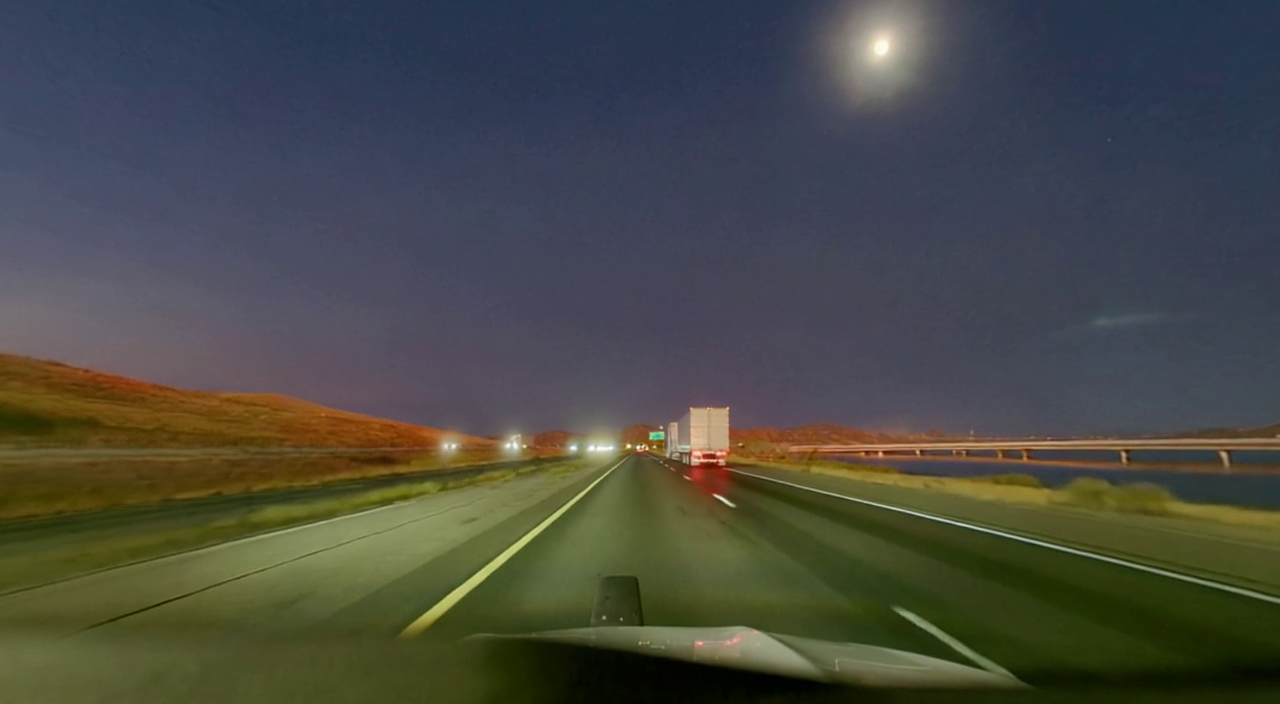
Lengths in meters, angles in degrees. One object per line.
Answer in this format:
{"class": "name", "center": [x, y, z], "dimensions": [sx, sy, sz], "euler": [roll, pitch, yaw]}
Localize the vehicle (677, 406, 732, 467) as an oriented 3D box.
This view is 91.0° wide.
{"class": "vehicle", "center": [4.705, 6.699, 48.935], "dimensions": [3.035, 4.005, 13.454], "euler": [0, -9, 1]}
